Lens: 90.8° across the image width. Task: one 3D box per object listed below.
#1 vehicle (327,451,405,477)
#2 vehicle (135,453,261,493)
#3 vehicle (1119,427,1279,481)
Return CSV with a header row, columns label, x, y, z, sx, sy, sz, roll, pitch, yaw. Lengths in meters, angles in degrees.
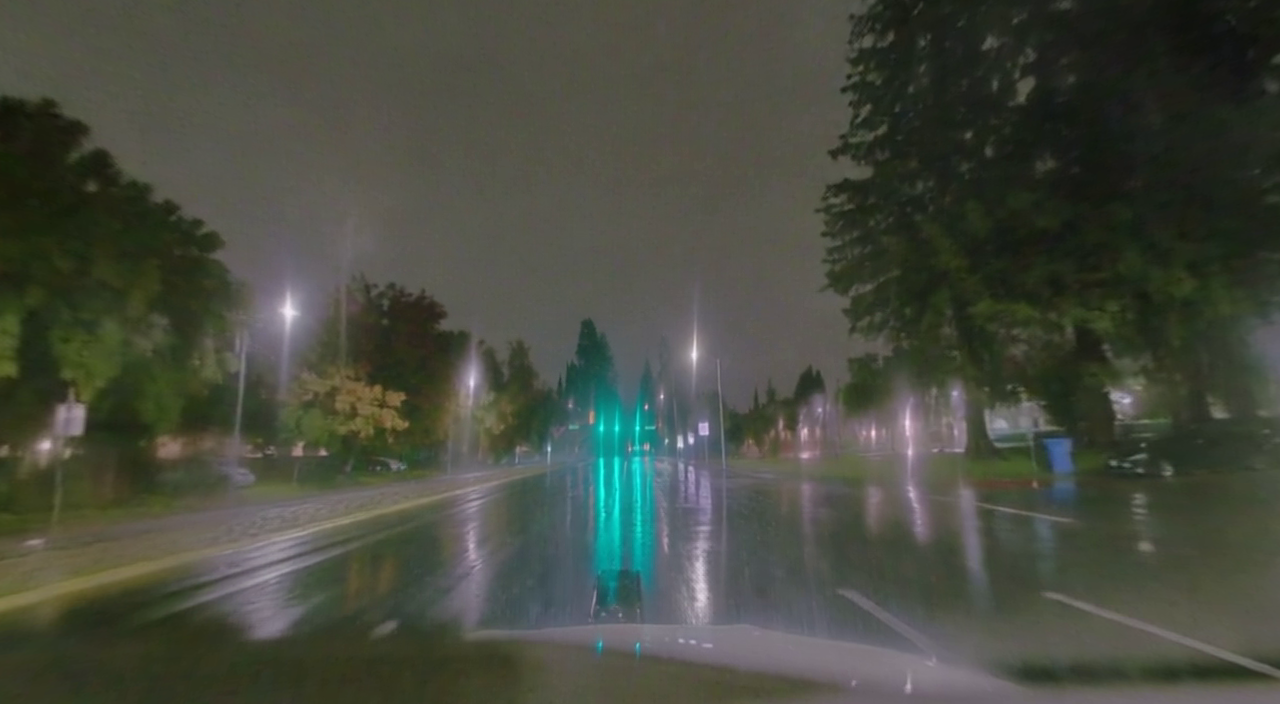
label,x,y,z,sx,sy,sz,roll,pitch,yaw
vehicle,-20.390,8.340,47.118,4.761,1.812,2.206,0,-9,-1
vehicle,-20.229,5.518,29.054,4.171,1.728,2.069,0,-9,1
vehicle,19.533,3.400,21.243,5.172,1.468,1.964,-4,-11,-1
